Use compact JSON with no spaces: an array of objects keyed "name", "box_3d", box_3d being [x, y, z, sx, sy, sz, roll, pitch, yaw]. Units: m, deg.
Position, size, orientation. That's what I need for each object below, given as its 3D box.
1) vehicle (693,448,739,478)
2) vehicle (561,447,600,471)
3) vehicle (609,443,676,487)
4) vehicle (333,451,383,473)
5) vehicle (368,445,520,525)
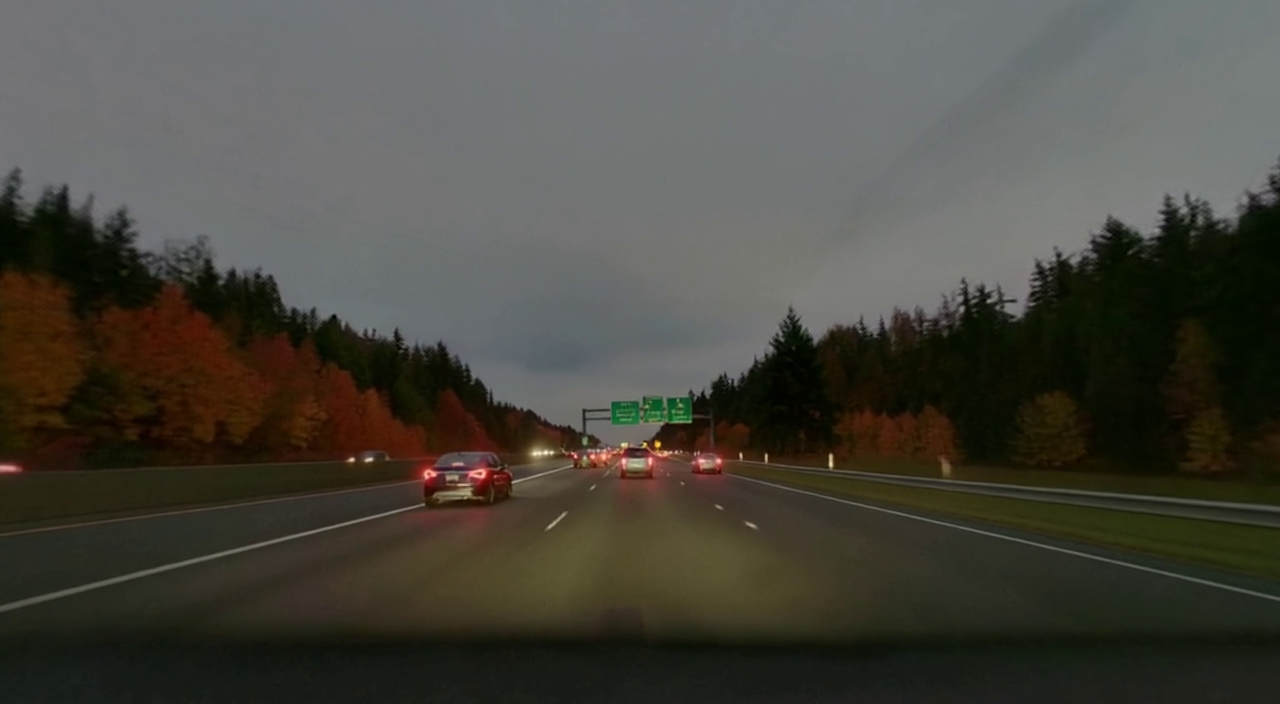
[{"name":"vehicle","box_3d":[4.270,6.342,36.037,2.035,1.571,4.413,0,-9,-1]},{"name":"vehicle","box_3d":[-4.398,7.982,47.034,2.545,1.679,4.267,0,-9,0]},{"name":"vehicle","box_3d":[0.083,4.772,26.787,2.634,1.679,4.070,0,-9,0]},{"name":"vehicle","box_3d":[-22.199,8.654,49.448,1.919,1.671,4.274,0,-9,0]},{"name":"vehicle","box_3d":[-4.078,2.816,13.860,2.017,1.469,4.113,0,-9,0]}]
